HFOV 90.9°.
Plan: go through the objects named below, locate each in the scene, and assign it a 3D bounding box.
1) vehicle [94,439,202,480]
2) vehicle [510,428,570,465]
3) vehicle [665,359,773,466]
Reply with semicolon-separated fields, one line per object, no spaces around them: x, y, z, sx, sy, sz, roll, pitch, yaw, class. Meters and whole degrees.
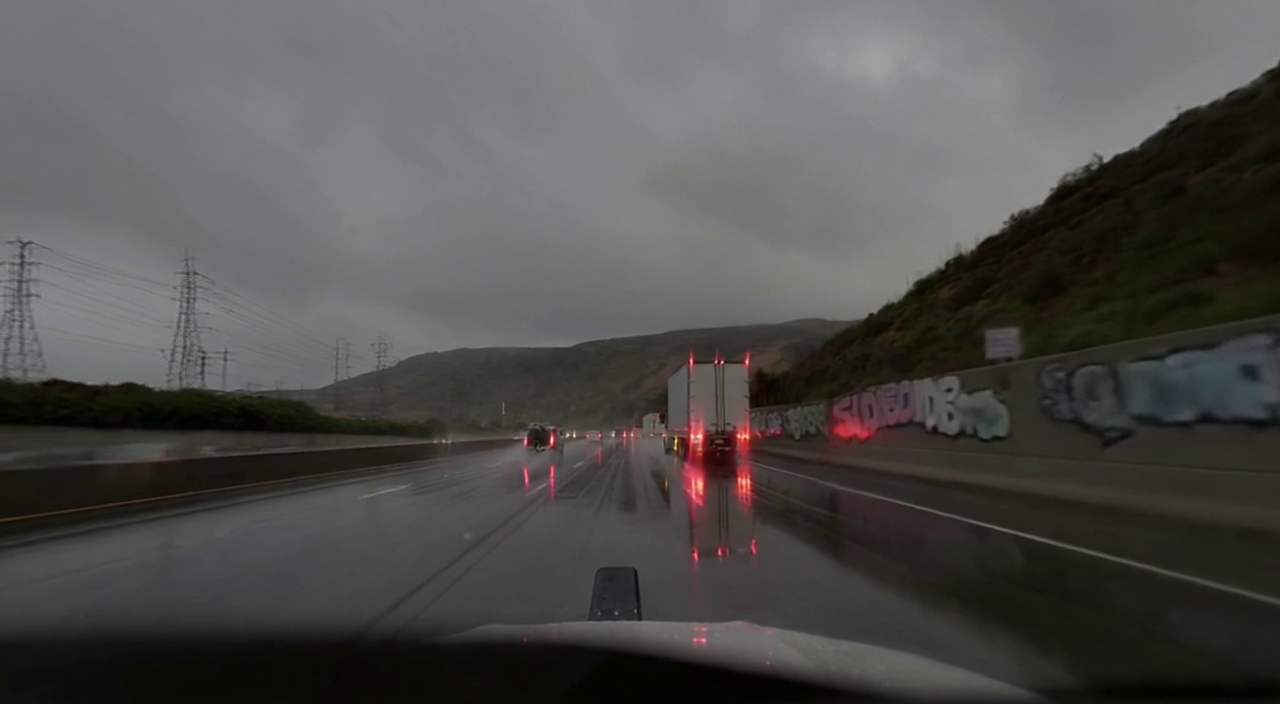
-19.967;4.341;25.765;1.740;1.510;3.273;0;-8;-1;vehicle
-4.313;4.125;27.859;1.965;1.486;4.448;0;-8;0;vehicle
3.062;2.922;28.315;3.060;3.842;11.095;0;-8;-2;vehicle
